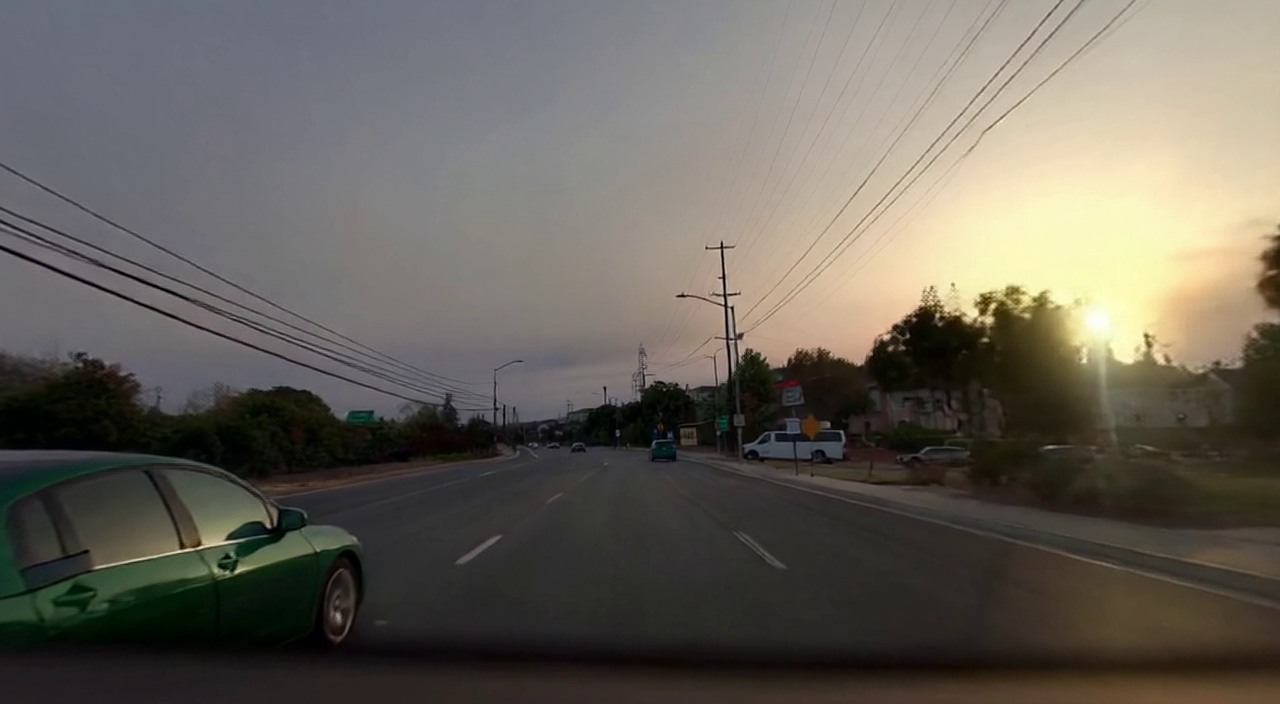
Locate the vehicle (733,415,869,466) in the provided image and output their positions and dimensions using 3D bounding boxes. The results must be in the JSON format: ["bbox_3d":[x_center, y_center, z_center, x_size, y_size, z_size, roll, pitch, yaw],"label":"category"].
[{"bbox_3d":[10.328,5.761,40.883,7.877,3.013,2.916,-5,-10,30],"label":"vehicle"}]

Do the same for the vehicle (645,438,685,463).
[{"bbox_3d":[1.543,6.304,40.521,2.015,1.467,4.117,1,-8,-6],"label":"vehicle"}]

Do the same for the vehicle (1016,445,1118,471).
[{"bbox_3d":[24.278,6.030,36.003,4.462,1.449,1.877,0,-8,-2],"label":"vehicle"}]
